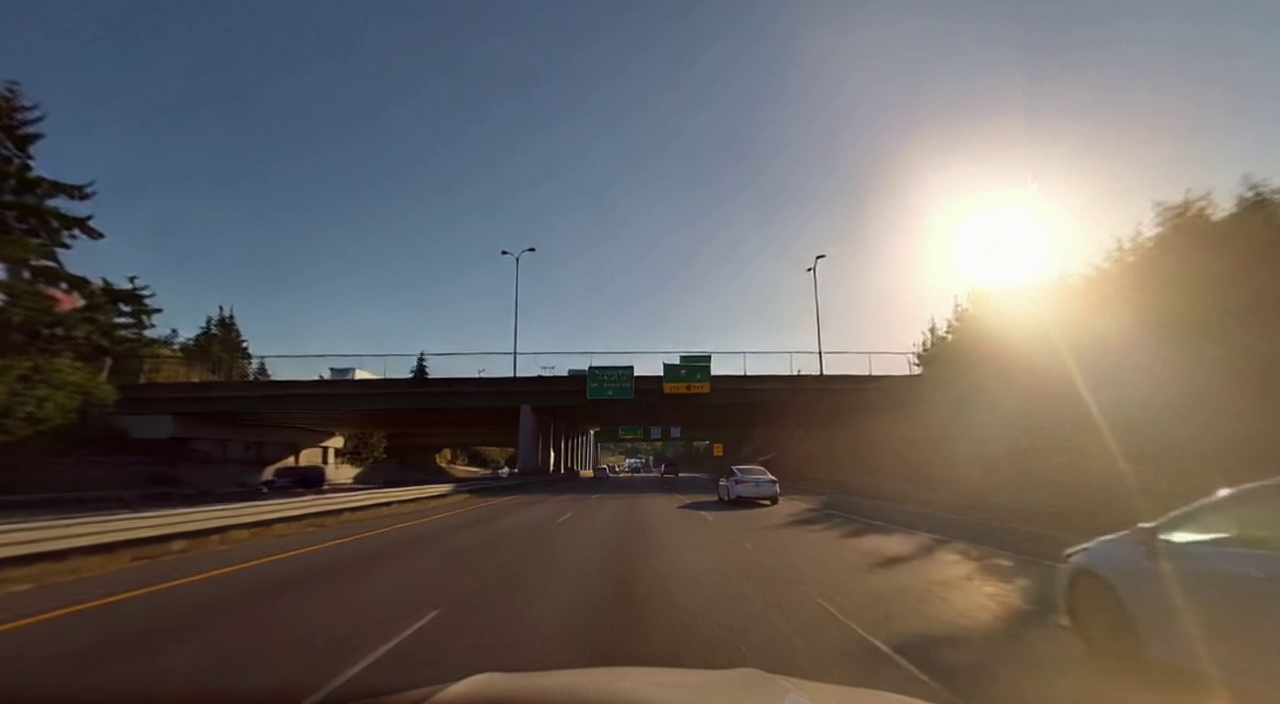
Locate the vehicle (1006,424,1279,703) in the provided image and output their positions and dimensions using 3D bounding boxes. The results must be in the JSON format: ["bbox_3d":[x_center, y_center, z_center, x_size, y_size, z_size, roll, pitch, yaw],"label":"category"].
[{"bbox_3d":[4.106,1.122,2.835,2.010,1.579,4.679,1,-10,-1],"label":"vehicle"}]

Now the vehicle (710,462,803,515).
[{"bbox_3d":[3.605,4.369,20.463,2.051,1.472,4.547,1,-10,-1],"label":"vehicle"}]

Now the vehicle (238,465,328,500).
[{"bbox_3d":[-16.285,5.966,28.958,1.758,1.449,3.912,1,-10,1],"label":"vehicle"}]
